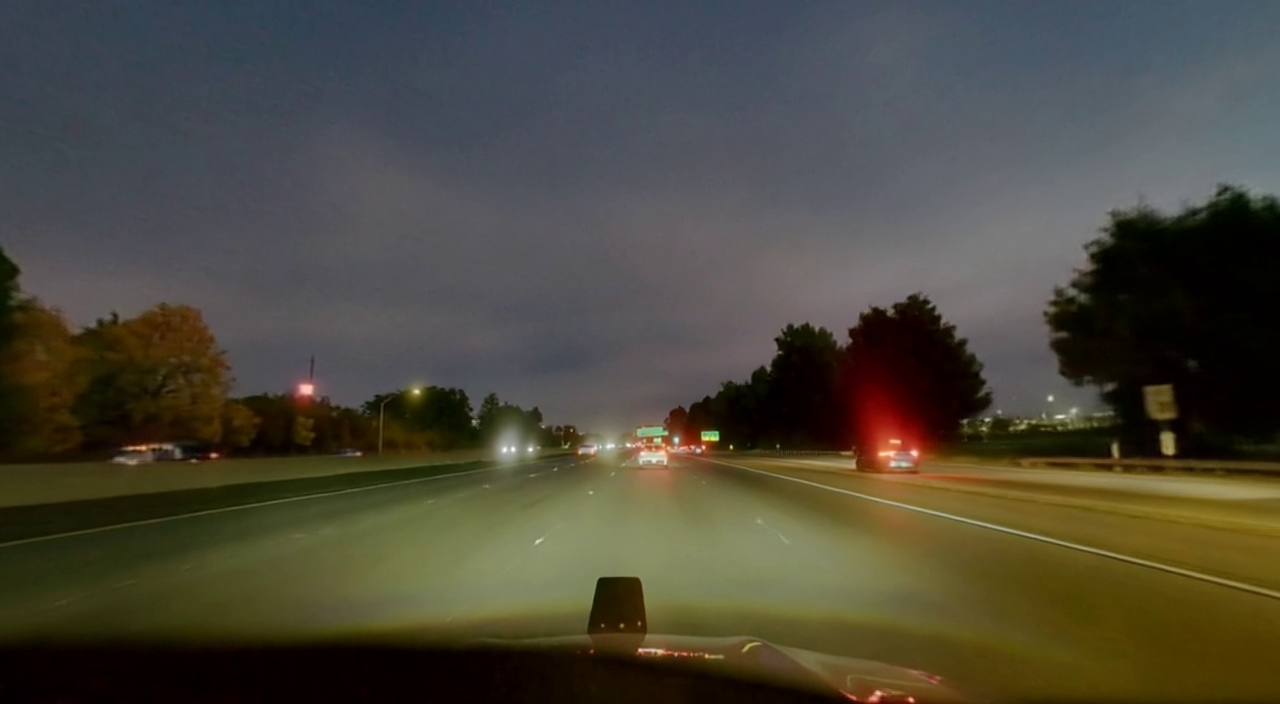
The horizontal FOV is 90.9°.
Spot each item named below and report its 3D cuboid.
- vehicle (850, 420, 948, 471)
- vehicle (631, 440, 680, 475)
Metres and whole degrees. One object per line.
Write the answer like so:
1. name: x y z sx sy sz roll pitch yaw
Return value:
1. vehicle: 13.275 4.856 32.886 2.336 2.415 6.056 0 -8 -2
2. vehicle: 0.683 4.835 29.120 2.112 1.482 4.082 0 -8 0
